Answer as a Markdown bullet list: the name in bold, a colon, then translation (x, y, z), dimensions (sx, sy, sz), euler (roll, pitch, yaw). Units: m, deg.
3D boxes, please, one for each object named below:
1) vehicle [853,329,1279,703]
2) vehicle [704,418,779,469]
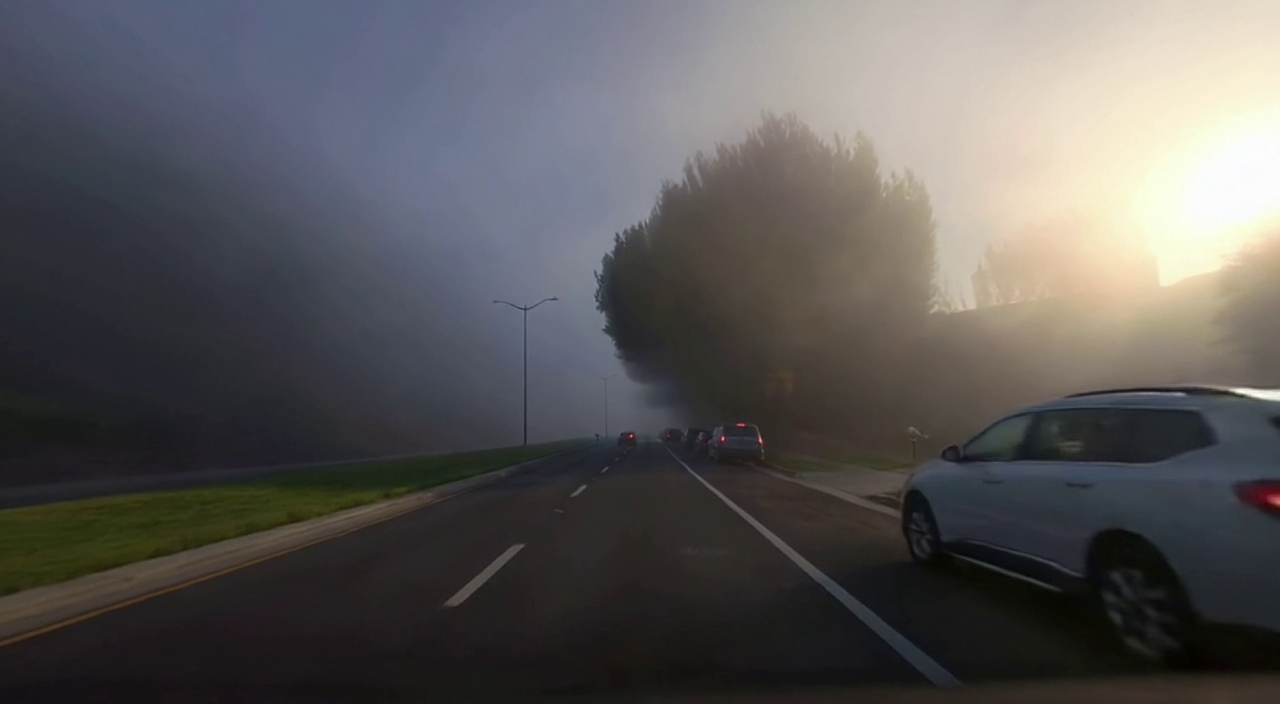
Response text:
- **vehicle**: translation (3.726, 1.080, 4.945), dimensions (2.250, 1.720, 5.033), euler (0, -8, -1)
- **vehicle**: translation (4.060, 3.743, 26.030), dimensions (2.226, 1.889, 4.543), euler (0, -8, -1)
